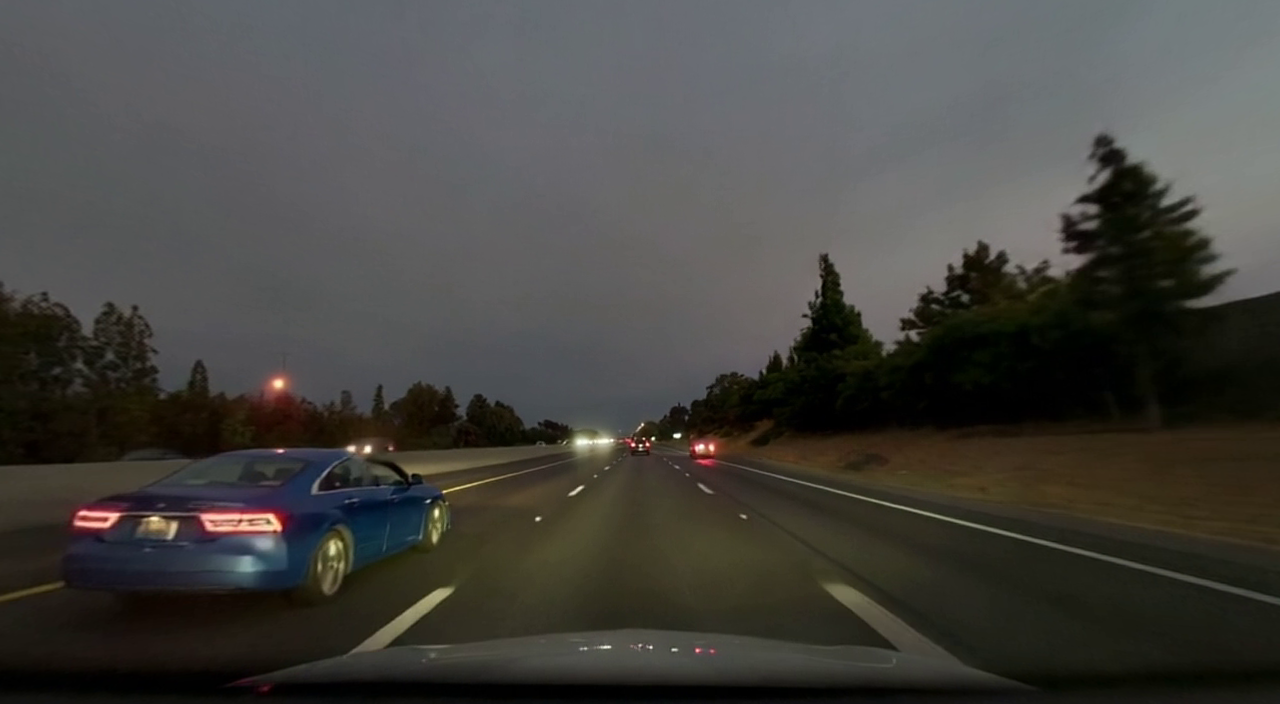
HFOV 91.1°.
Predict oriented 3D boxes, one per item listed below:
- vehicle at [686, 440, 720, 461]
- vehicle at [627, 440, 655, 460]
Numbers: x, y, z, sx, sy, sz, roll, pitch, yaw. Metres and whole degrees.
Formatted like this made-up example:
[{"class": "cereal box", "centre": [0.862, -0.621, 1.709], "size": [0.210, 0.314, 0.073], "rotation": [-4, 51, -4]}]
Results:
[{"class": "vehicle", "centre": [4.651, 7.352, 47.001], "size": [2.008, 1.524, 4.598], "rotation": [0, -8, -1]}, {"class": "vehicle", "centre": [0.043, 7.451, 47.756], "size": [2.052, 1.449, 3.857], "rotation": [0, -8, 0]}]
